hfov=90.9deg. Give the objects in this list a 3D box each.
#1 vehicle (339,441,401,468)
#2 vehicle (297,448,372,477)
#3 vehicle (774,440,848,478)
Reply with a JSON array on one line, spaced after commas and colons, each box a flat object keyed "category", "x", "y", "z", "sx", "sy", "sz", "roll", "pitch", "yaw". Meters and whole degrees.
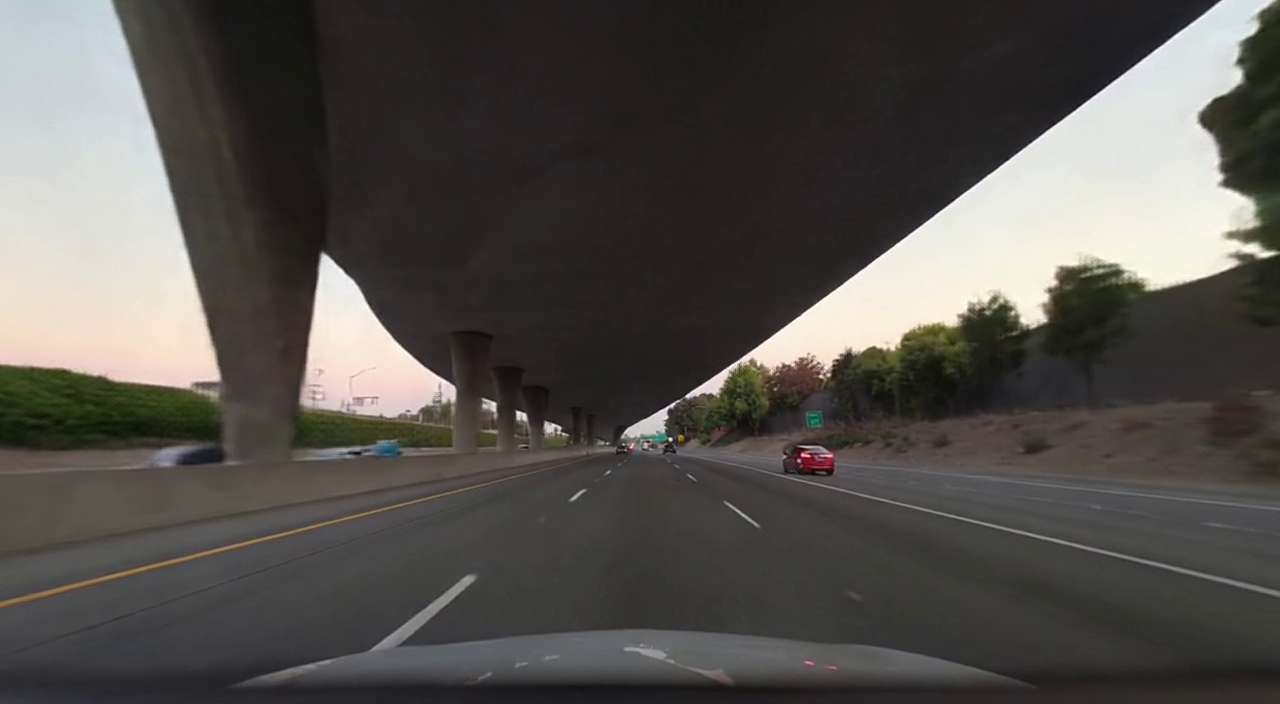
[{"category": "vehicle", "x": -21.096, "y": 8.030, "z": 49.635, "sx": 2.254, "sy": 2.027, "sz": 5.835, "roll": 0, "pitch": -8, "yaw": 1}, {"category": "vehicle", "x": -17.245, "y": 6.230, "z": 35.870, "sx": 1.870, "sy": 1.472, "sz": 4.610, "roll": 0, "pitch": -9, "yaw": 1}, {"category": "vehicle", "x": 7.304, "y": 4.600, "z": 27.406, "sx": 1.914, "sy": 1.465, "sz": 4.574, "roll": 0, "pitch": -9, "yaw": 0}]
